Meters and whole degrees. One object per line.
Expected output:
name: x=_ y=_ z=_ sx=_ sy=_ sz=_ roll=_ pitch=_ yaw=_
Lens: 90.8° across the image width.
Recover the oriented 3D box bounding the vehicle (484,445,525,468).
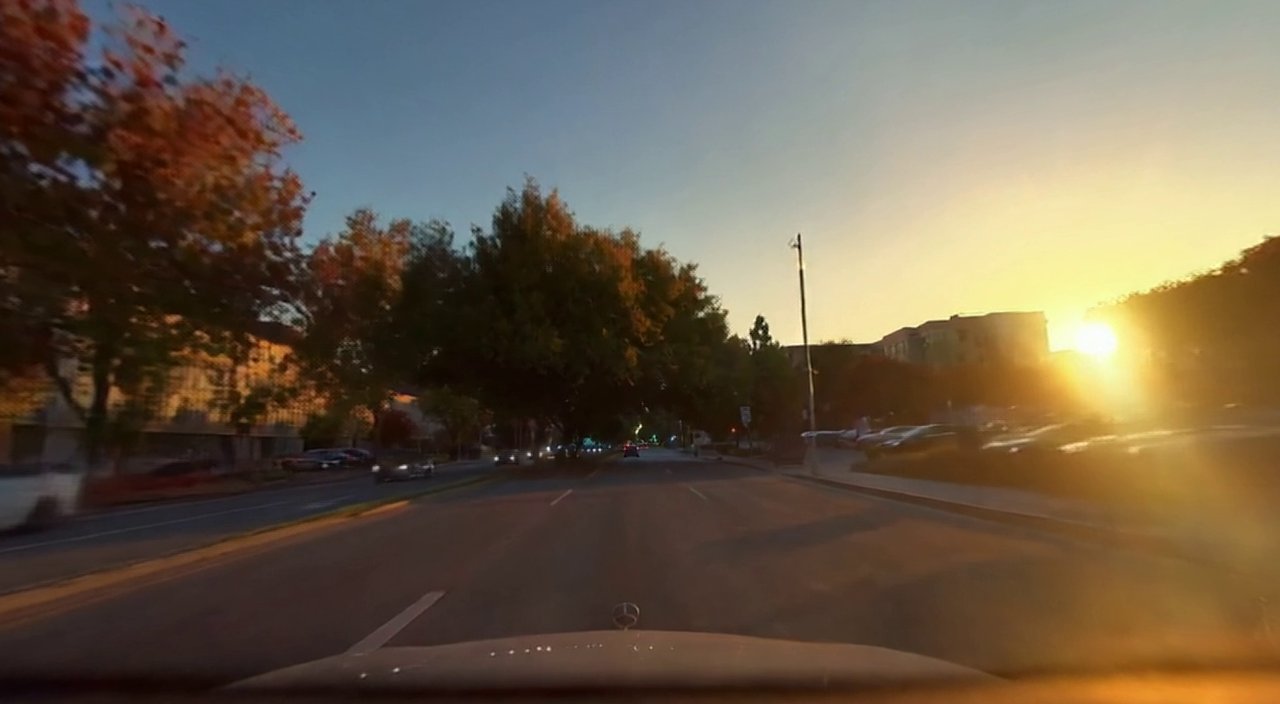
vehicle: x=-10.279 y=7.949 z=48.225 sx=2.025 sy=1.704 sz=4.523 roll=0 pitch=-9 yaw=2

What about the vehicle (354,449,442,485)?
vehicle: x=-10.724 y=5.118 z=28.458 sx=2.020 sy=1.490 sz=4.657 roll=0 pitch=-9 yaw=1

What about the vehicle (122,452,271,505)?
vehicle: x=-16.571 y=4.693 z=24.015 sx=2.012 sy=1.757 sz=4.944 roll=0 pitch=-9 yaw=1
